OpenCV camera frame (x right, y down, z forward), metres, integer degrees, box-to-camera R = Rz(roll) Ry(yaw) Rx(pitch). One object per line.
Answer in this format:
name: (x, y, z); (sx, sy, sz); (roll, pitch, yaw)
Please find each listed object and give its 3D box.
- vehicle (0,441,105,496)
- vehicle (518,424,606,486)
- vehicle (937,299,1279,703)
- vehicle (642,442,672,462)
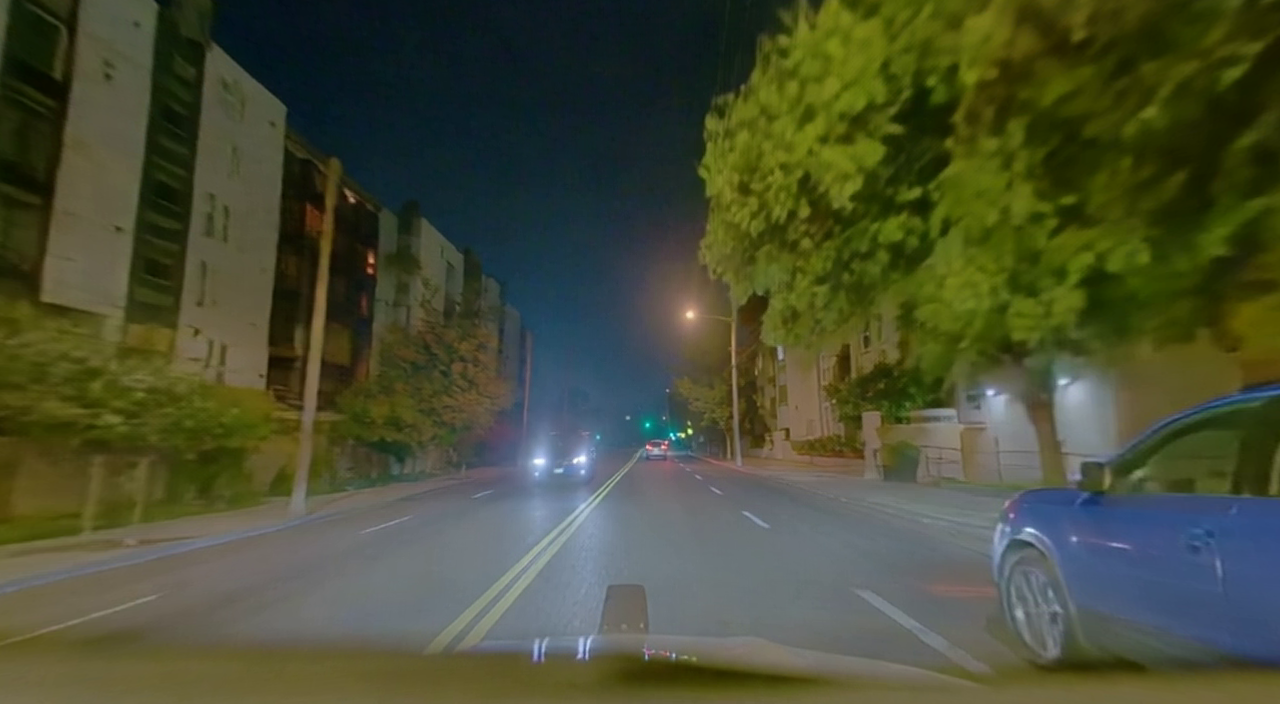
vehicle: (-20.505, 3.728, 20.469); (4.134, 1.655, 2.225); (1, -8, -3)
vehicle: (-2.735, 3.840, 23.825); (2.469, 2.023, 5.896); (0, -8, 1)
vehicle: (3.395, 0.779, 2.496); (2.130, 1.863, 4.844); (0, -8, 1)
vehicle: (1.222, 7.495, 47.489); (2.097, 1.463, 4.043); (0, -8, 0)
